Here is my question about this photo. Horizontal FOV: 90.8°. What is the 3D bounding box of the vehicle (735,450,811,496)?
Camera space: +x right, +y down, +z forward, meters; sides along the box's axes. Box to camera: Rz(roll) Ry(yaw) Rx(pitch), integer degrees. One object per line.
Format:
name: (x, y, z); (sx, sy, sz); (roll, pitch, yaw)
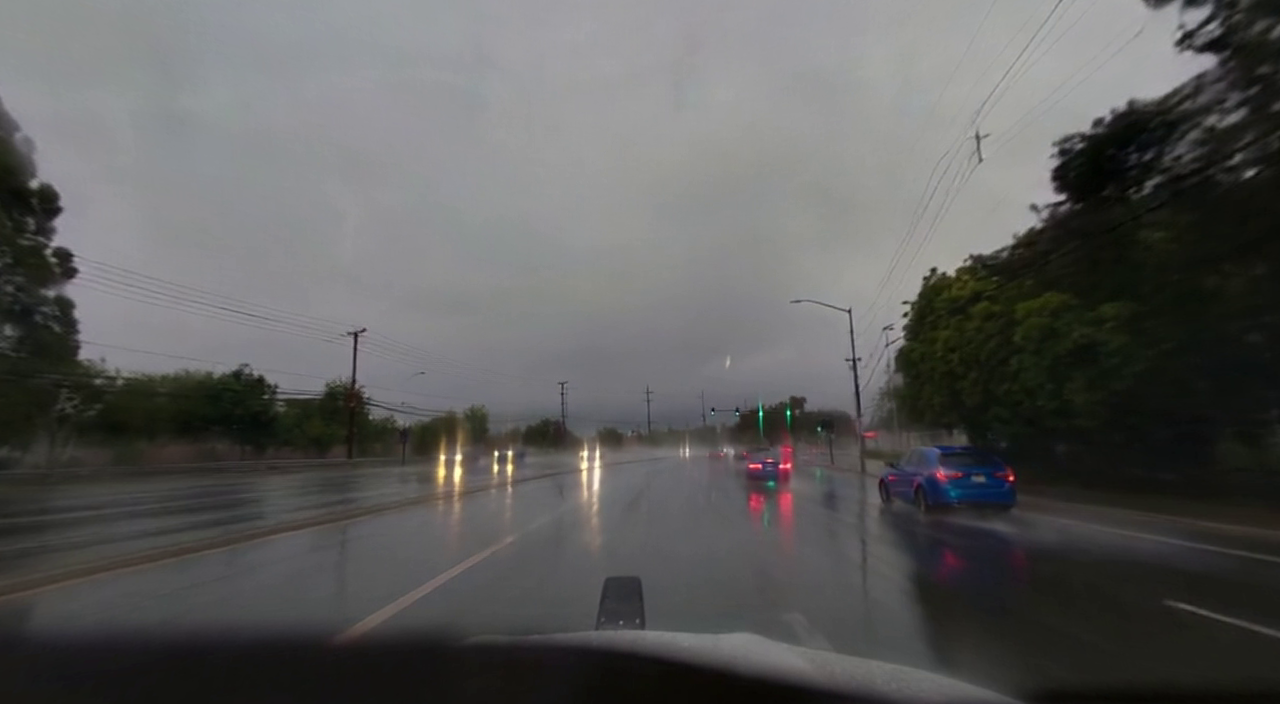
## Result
vehicle: (4.634, 4.263, 22.663); (2.035, 1.460, 4.392); (-1, -9, 4)

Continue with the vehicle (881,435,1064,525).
vehicle: (7.627, 2.966, 15.132); (2.029, 1.795, 4.371); (0, -9, 1)
